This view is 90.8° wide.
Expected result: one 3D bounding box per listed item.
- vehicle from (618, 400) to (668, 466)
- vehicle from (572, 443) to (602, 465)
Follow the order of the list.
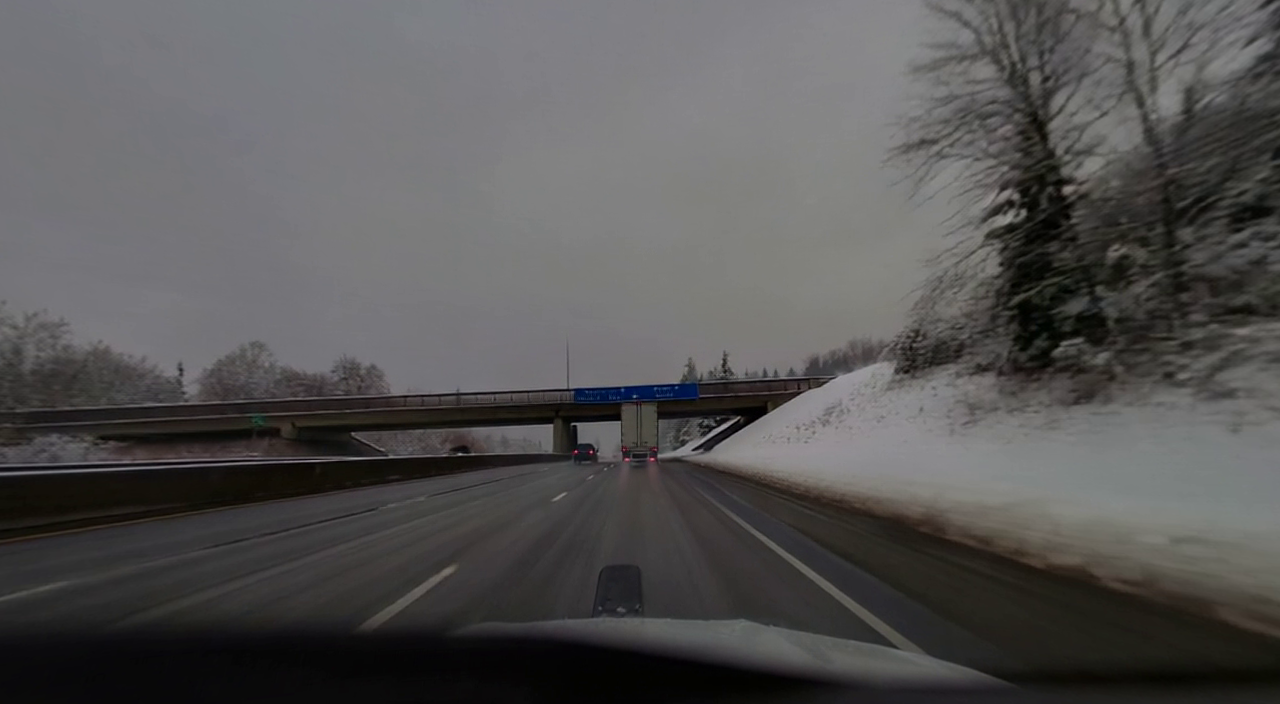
[{"bbox_3d":[0.105,5.874,44.445,3.033,3.985,12.383,0,-9,-1],"label":"vehicle"},{"bbox_3d":[-4.040,7.846,48.632,2.005,1.595,4.253,0,-9,-1],"label":"vehicle"}]
